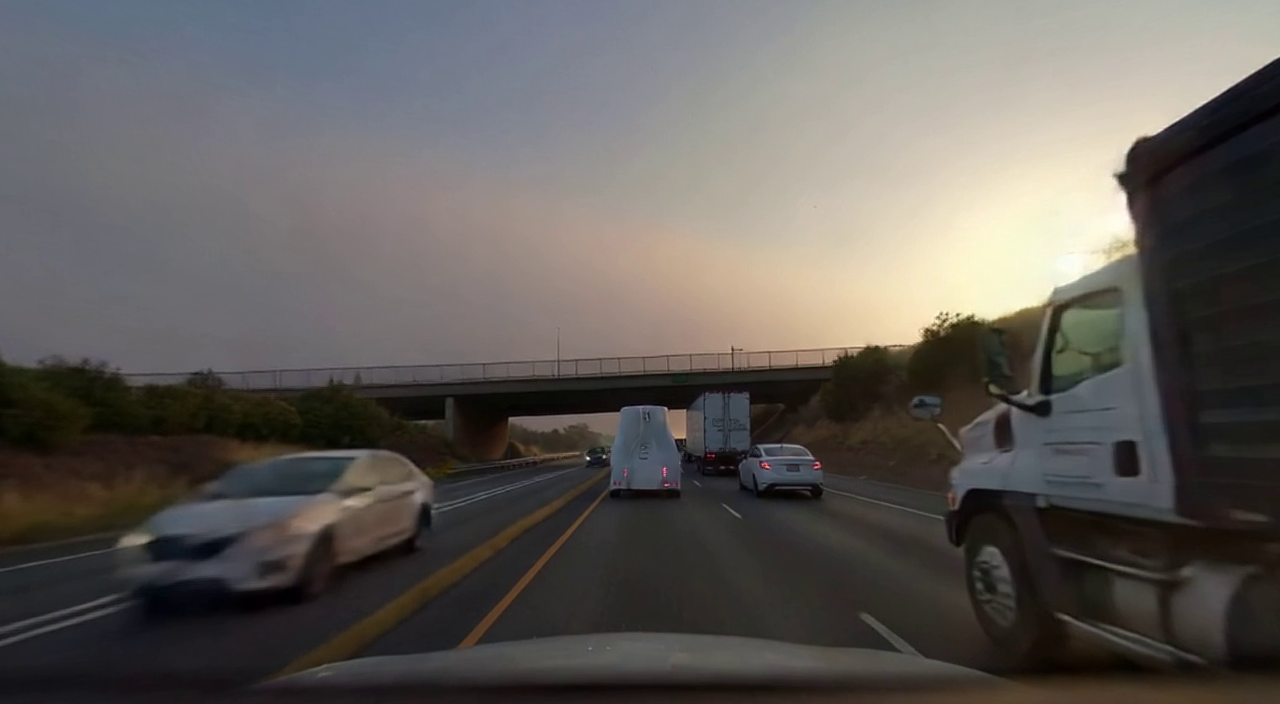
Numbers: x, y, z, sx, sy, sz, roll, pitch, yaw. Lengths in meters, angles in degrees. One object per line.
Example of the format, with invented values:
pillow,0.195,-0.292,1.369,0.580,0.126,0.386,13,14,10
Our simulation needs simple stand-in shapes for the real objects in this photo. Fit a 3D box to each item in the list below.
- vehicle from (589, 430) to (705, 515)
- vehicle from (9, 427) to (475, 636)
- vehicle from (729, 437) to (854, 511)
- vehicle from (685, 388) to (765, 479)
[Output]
vehicle,0.187,2.685,14.413,2.256,1.615,4.114,-1,-9,2
vehicle,-3.498,1.660,6.850,2.091,1.489,4.397,-1,-9,2
vehicle,3.423,2.842,15.070,1.972,1.505,3.946,-1,-9,0
vehicle,3.996,4.106,31.188,2.948,3.974,6.480,0,-9,0
